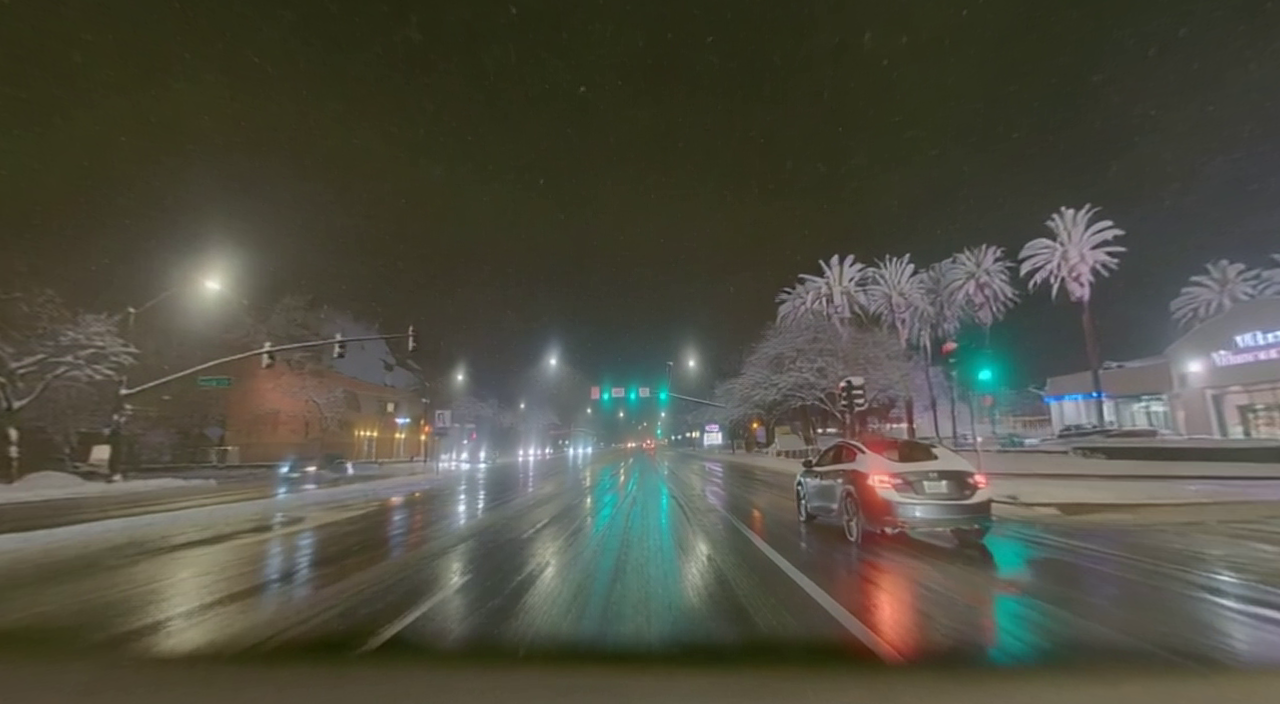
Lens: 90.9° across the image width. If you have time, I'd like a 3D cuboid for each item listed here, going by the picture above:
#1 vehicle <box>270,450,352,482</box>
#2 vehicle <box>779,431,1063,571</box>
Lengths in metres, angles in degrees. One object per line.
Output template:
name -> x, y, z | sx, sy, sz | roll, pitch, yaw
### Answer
vehicle -> -17.942, 6.213, 34.690 | 1.899, 1.615, 4.784 | 0, -8, 1
vehicle -> 3.528, 1.936, 9.154 | 1.870, 1.467, 4.800 | 0, -8, -1
